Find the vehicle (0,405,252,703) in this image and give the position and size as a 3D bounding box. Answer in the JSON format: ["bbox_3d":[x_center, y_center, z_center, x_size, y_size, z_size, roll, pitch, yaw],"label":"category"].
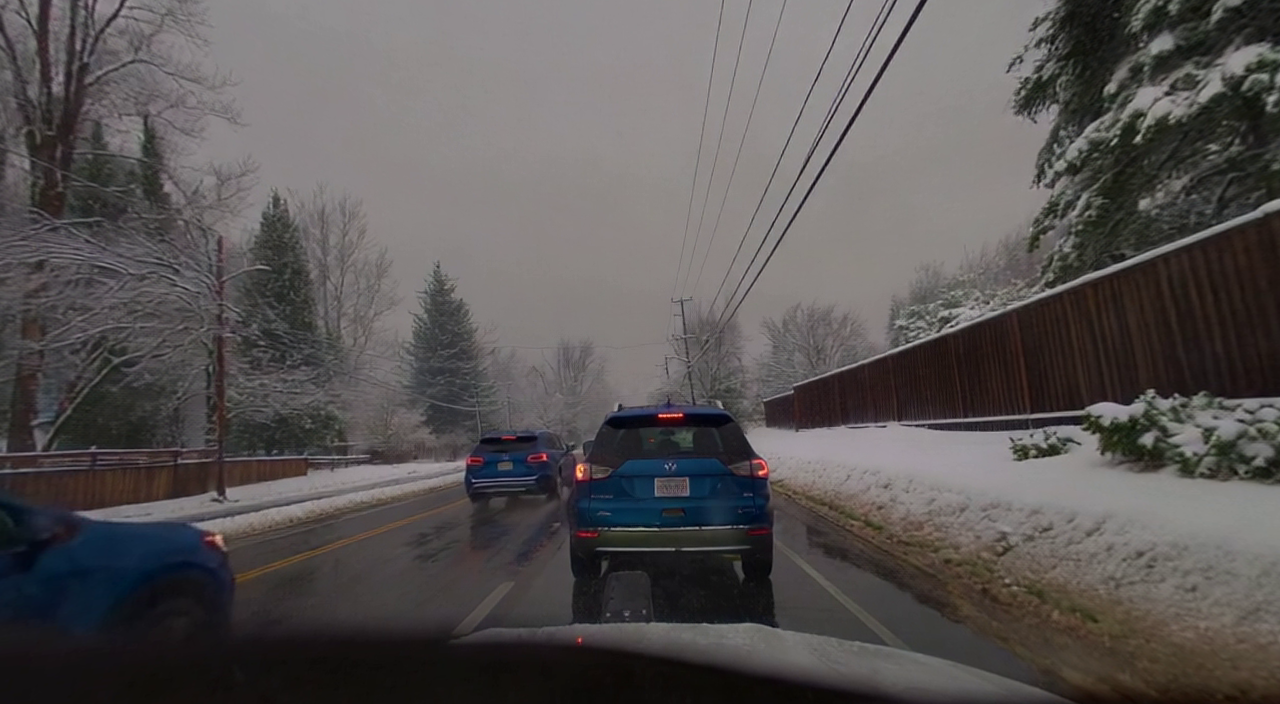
[{"bbox_3d":[-3.195,0.828,1.439,1.979,1.489,4.006,0,-9,1],"label":"vehicle"}]

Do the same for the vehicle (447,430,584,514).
[{"bbox_3d":[-2.693,2.744,14.952,2.176,1.653,4.666,0,-9,2],"label":"vehicle"}]

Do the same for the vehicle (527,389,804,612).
[{"bbox_3d":[0.199,1.482,7.115,2.174,1.749,4.113,0,-9,0],"label":"vehicle"}]
